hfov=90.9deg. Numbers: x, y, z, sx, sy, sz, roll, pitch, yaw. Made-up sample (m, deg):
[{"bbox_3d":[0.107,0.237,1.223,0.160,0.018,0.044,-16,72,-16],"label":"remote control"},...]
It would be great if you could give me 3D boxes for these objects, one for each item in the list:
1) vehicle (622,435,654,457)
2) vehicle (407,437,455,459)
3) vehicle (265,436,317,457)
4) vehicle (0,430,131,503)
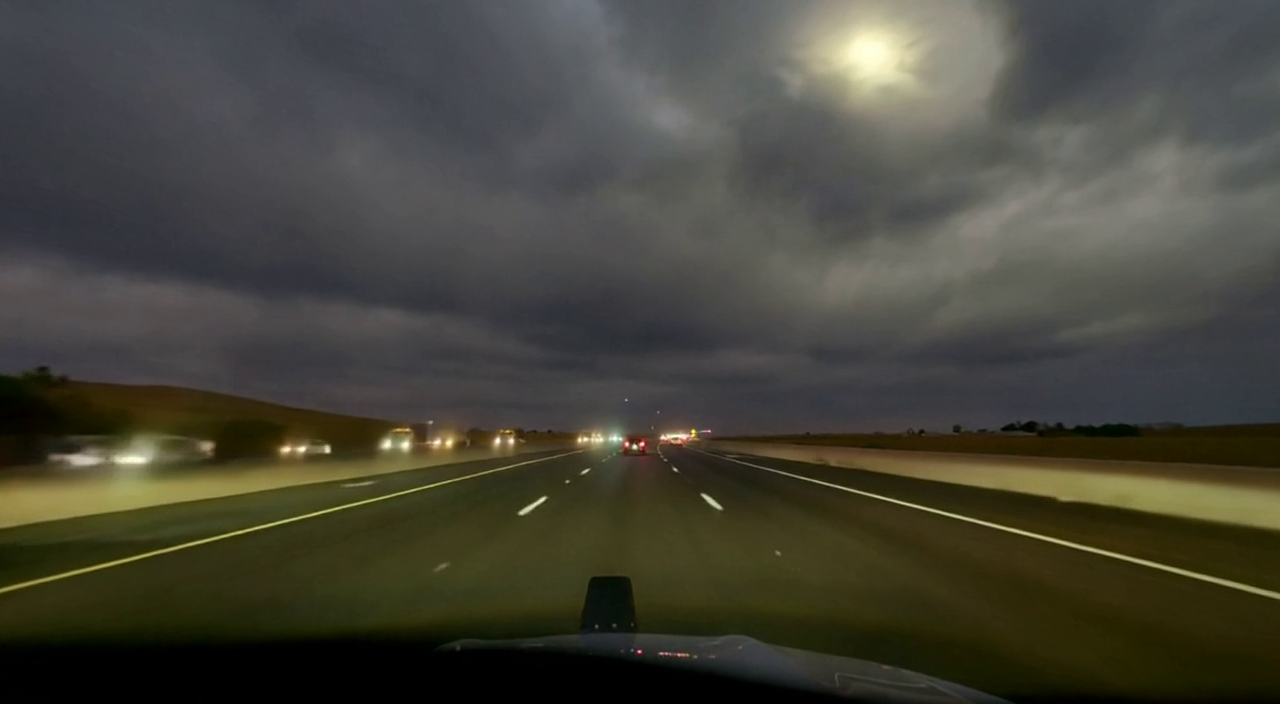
[{"bbox_3d":[-0.151,6.590,44.419,2.140,1.475,3.969,0,-8,0],"label":"vehicle"},{"bbox_3d":[-14.709,6.771,44.655,1.836,1.431,4.374,0,-8,1],"label":"vehicle"},{"bbox_3d":[-25.677,6.925,46.510,1.766,1.472,3.591,0,-8,1],"label":"vehicle"},{"bbox_3d":[-14.173,2.528,14.282,1.976,1.489,3.932,0,-8,-1],"label":"vehicle"}]
